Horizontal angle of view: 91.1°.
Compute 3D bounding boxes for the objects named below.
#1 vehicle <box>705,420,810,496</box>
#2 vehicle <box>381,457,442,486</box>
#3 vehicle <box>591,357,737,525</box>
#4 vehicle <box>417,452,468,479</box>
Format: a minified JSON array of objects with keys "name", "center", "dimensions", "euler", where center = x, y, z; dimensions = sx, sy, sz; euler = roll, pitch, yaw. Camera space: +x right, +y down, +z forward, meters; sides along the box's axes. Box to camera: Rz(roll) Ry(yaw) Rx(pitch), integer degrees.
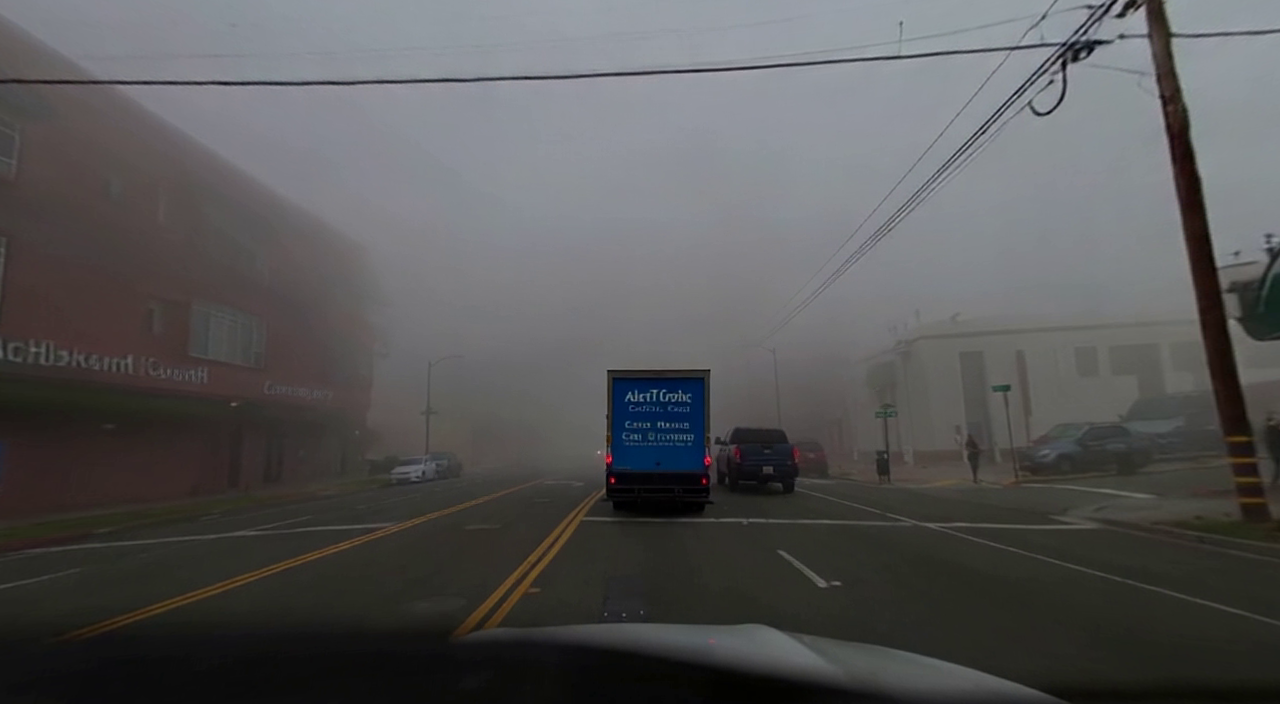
[{"name":"vehicle","center":[3.478,3.289,19.857],"dimensions":[2.346,2.062,5.236],"euler":[0,-9,1]},{"name":"vehicle","center":[-13.203,6.906,36.559],"dimensions":[1.901,1.508,4.405],"euler":[0,-9,0]},{"name":"vehicle","center":[0.304,1.999,14.130],"dimensions":[2.517,2.926,6.177],"euler":[0,-9,-2]},{"name":"vehicle","center":[-13.041,7.503,41.789],"dimensions":[1.943,1.682,4.365],"euler":[0,-9,0]}]
